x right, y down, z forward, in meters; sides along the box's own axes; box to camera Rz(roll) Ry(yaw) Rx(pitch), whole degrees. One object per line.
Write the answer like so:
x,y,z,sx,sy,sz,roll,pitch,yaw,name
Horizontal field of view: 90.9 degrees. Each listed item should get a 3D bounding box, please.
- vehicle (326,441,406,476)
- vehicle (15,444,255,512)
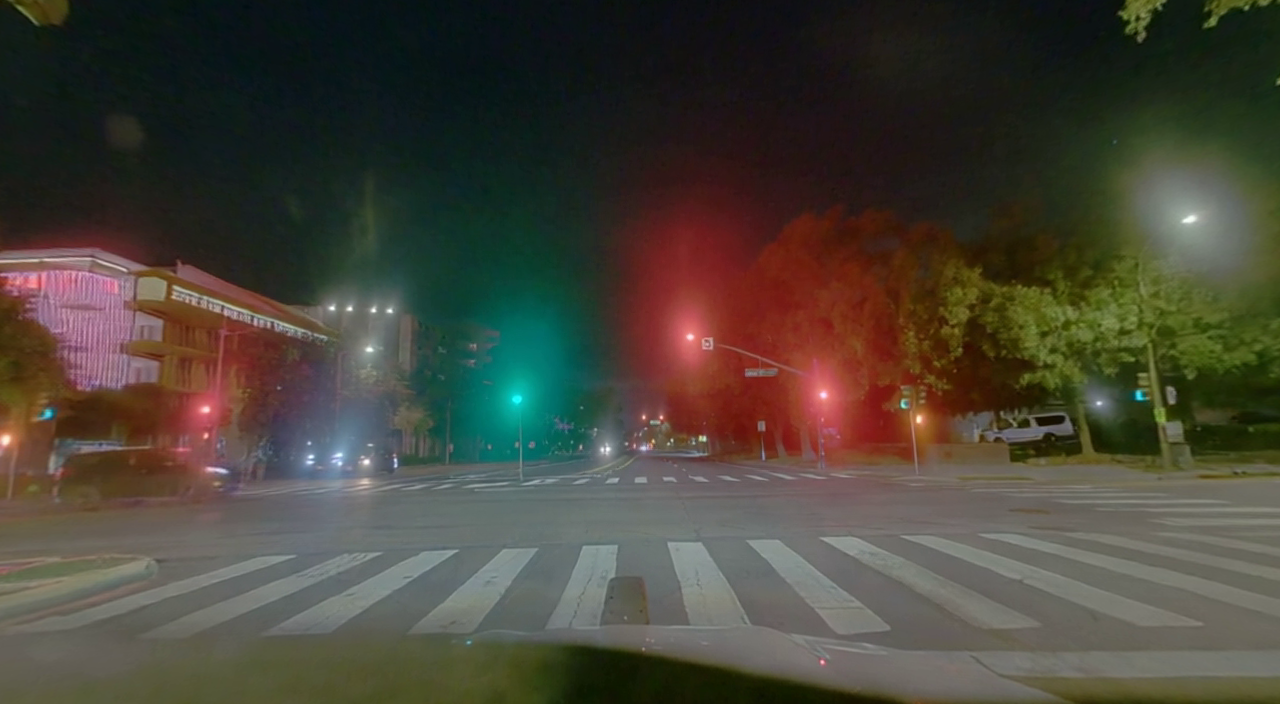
-14.859,5.802,34.519,2.169,1.753,4.640,0,-8,1,vehicle
-13.588,3.377,17.390,4.569,1.658,2.153,2,-9,-18,vehicle
